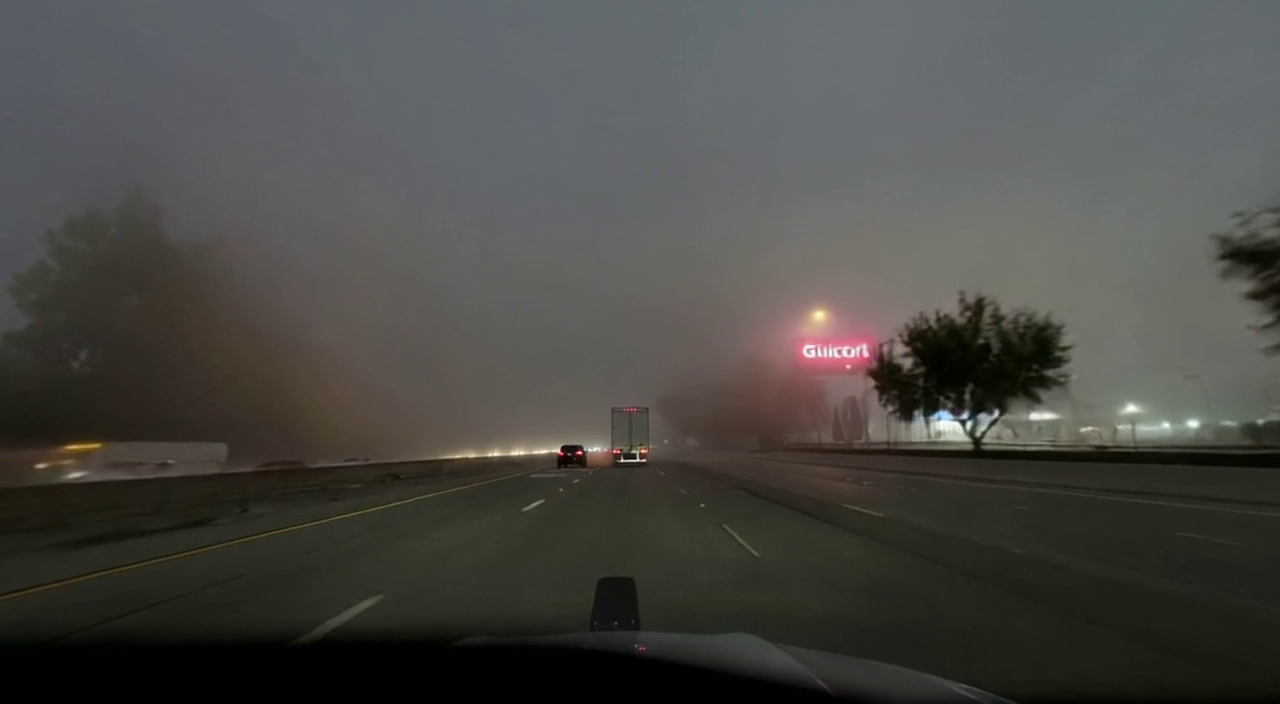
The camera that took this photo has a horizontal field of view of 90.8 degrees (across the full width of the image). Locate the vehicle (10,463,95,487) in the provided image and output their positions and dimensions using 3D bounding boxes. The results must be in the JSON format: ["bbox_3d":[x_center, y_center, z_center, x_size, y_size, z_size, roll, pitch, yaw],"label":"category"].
[{"bbox_3d":[-42.899,8.984,46.265,1.755,1.534,4.544,0,-9,2],"label":"vehicle"}]

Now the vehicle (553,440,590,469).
[{"bbox_3d":[-4.765,7.179,44.327,2.095,1.930,4.680,0,-9,0],"label":"vehicle"}]

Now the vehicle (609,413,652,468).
[{"bbox_3d":[-0.659,7.015,49.860,3.000,3.786,11.740,0,-9,0],"label":"vehicle"}]
